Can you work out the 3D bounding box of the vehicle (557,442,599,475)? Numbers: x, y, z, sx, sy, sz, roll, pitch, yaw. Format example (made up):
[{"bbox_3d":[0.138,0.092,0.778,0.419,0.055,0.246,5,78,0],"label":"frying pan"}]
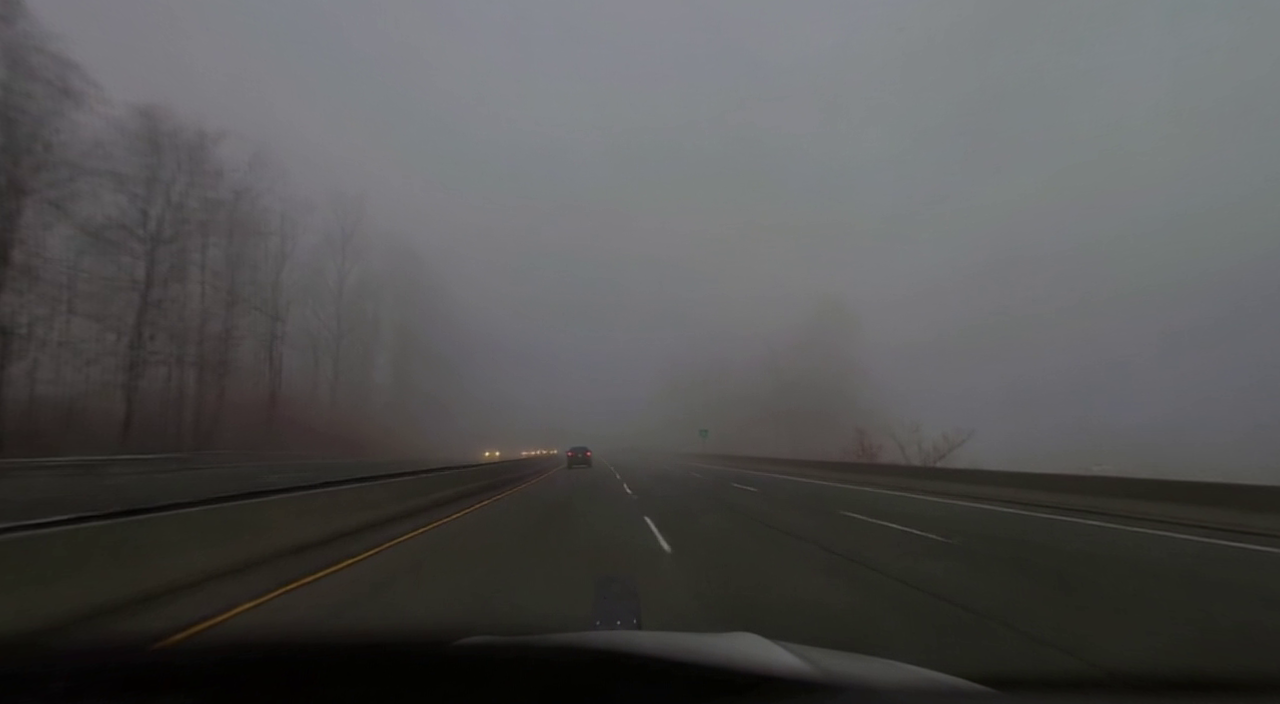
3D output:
[{"bbox_3d":[-3.358,5.833,34.643,2.151,1.693,4.201,0,-9,-4],"label":"vehicle"}]
